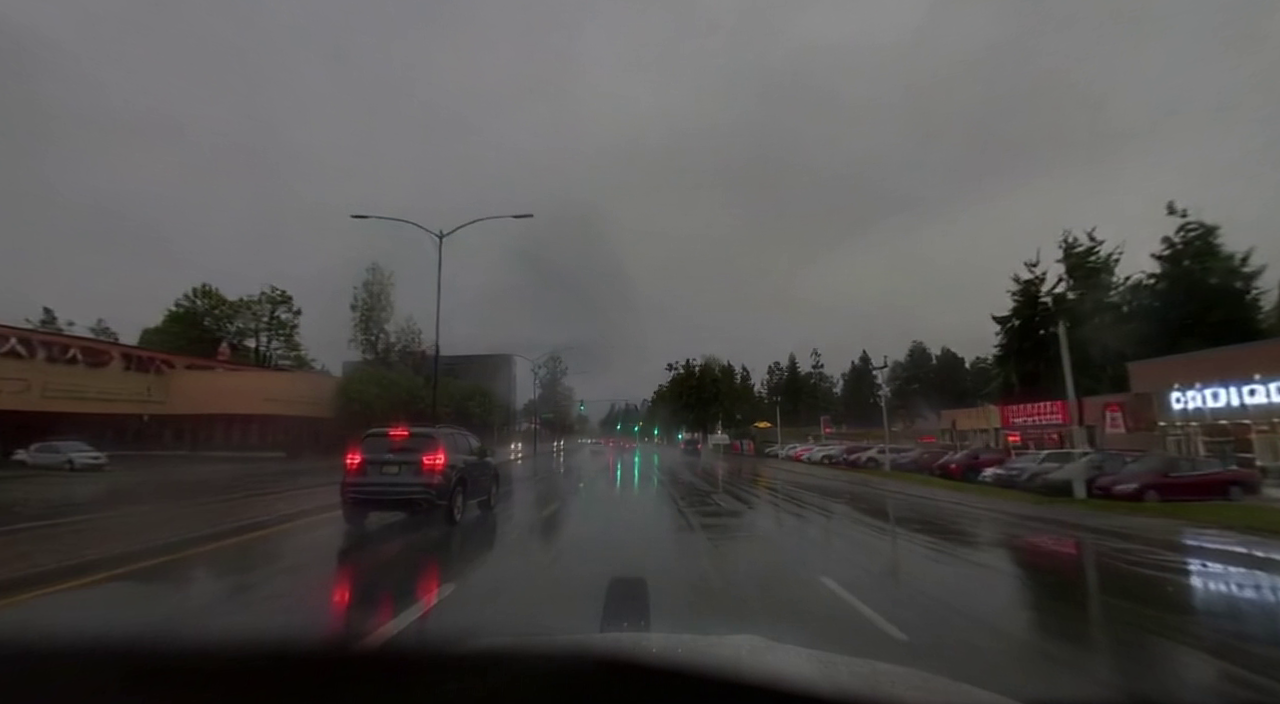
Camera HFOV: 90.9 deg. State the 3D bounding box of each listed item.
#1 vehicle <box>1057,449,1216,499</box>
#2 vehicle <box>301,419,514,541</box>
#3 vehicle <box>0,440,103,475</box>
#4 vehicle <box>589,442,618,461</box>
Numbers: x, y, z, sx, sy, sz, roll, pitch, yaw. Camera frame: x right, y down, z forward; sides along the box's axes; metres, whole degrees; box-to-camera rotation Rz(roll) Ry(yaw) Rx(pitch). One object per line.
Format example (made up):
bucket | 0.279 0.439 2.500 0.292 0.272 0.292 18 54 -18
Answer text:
vehicle | 16.393 4.005 20.950 1.703 1.446 3.822 6 -11 -44
vehicle | -3.541 2.021 10.525 1.983 1.635 3.957 0 -8 1
vehicle | -35.386 6.143 37.132 2.131 1.878 5.681 -1 -8 4
vehicle | -2.833 7.881 49.987 2.005 1.446 4.265 0 -8 1
